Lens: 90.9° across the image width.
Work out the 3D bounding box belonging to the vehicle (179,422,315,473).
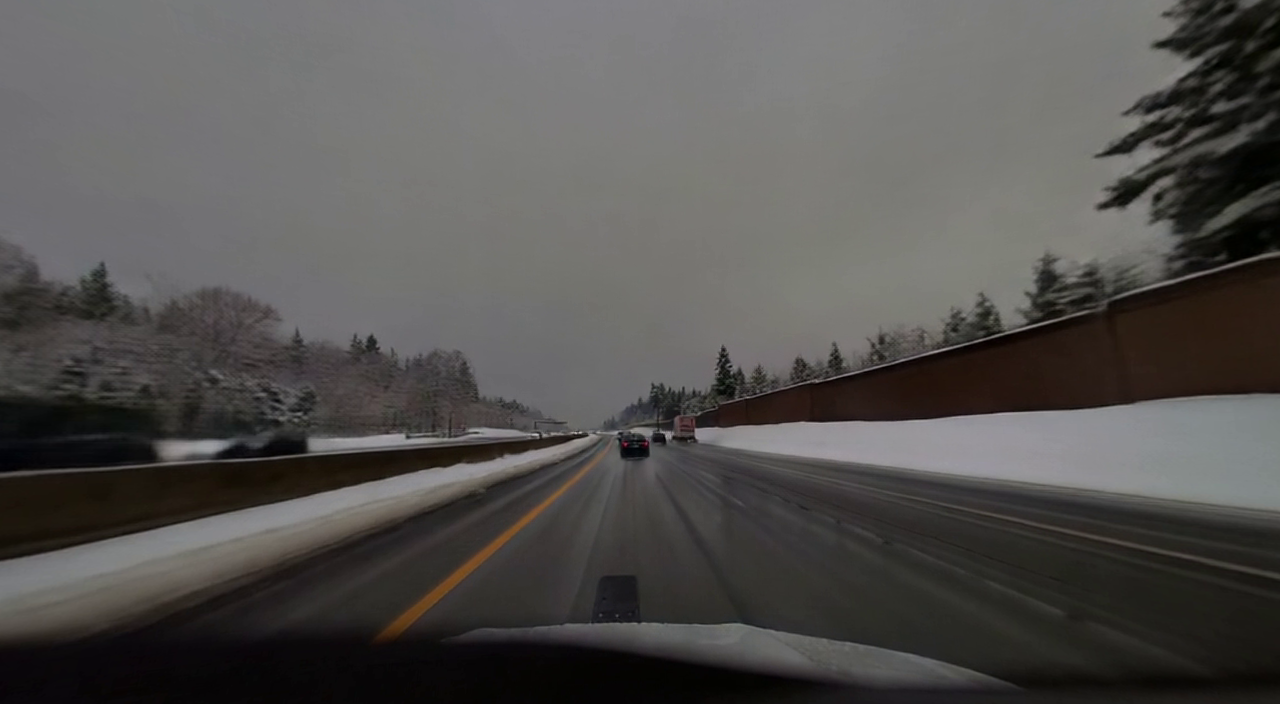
[{"bbox_3d":[-12.654,3.092,20.623,1.883,1.490,3.959,0,-8,0],"label":"vehicle"}]

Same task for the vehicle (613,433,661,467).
[{"bbox_3d":[-0.174,4.604,29.918,2.119,1.480,4.000,0,-8,-1],"label":"vehicle"}]
